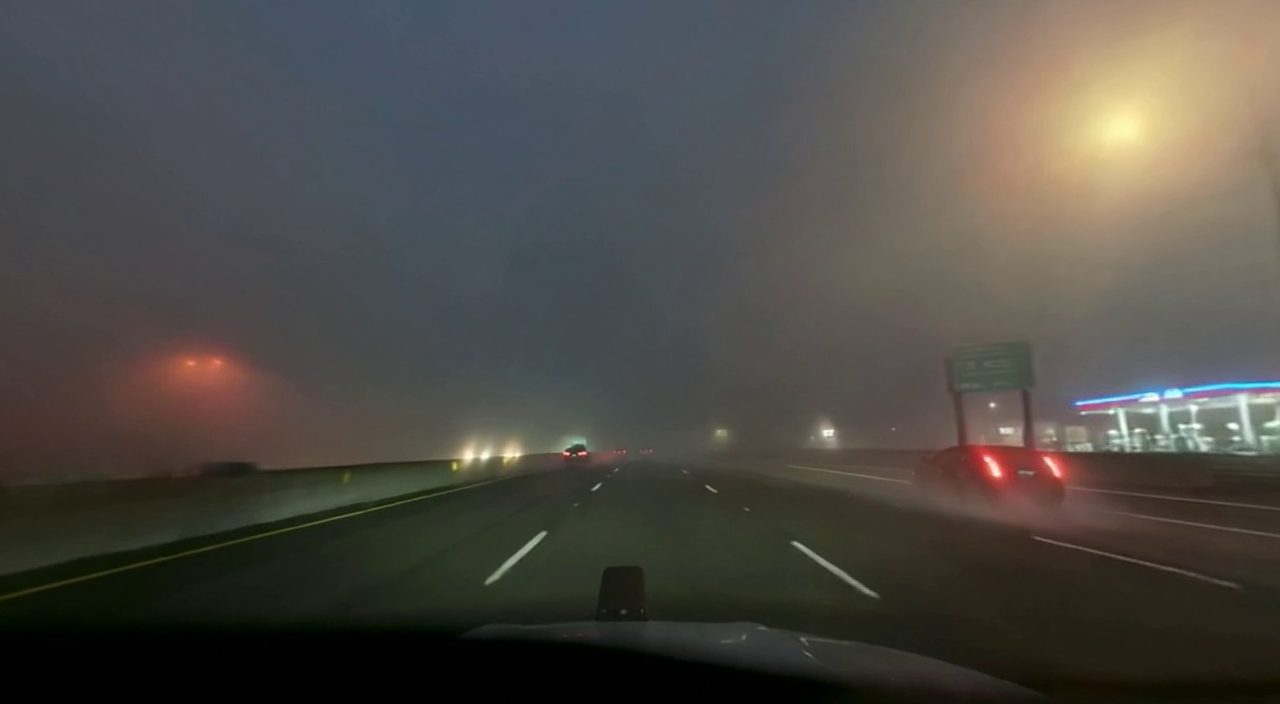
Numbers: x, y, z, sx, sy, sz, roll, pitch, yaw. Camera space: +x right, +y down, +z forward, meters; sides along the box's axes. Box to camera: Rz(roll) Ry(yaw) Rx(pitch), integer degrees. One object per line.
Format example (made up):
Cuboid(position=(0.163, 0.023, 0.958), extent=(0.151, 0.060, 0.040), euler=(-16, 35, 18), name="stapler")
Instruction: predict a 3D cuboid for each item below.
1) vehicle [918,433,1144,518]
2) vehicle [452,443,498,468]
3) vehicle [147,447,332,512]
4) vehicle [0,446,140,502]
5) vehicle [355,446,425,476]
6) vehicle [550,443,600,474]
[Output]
Cuboid(position=(7.981, 2.557, 13.620), extent=(1.909, 1.467, 4.940), euler=(-1, -9, 3), name="vehicle")
Cuboid(position=(-11.174, 7.050, 43.050), extent=(1.898, 1.610, 4.423), euler=(-1, -9, 1), name="vehicle")
Cuboid(position=(-10.364, 3.298, 16.836), extent=(2.045, 1.466, 4.316), euler=(-1, -9, 1), name="vehicle")
Cuboid(position=(-21.776, 4.496, 23.686), extent=(2.037, 1.852, 4.731), euler=(0, -9, 0), name="vehicle")
Cuboid(position=(-14.409, 6.274, 36.692), extent=(2.211, 1.607, 4.458), euler=(-1, -9, 1), name="vehicle")
Cuboid(position=(-3.324, 5.538, 32.968), extent=(2.114, 1.510, 4.186), euler=(-1, -9, 1), name="vehicle")
